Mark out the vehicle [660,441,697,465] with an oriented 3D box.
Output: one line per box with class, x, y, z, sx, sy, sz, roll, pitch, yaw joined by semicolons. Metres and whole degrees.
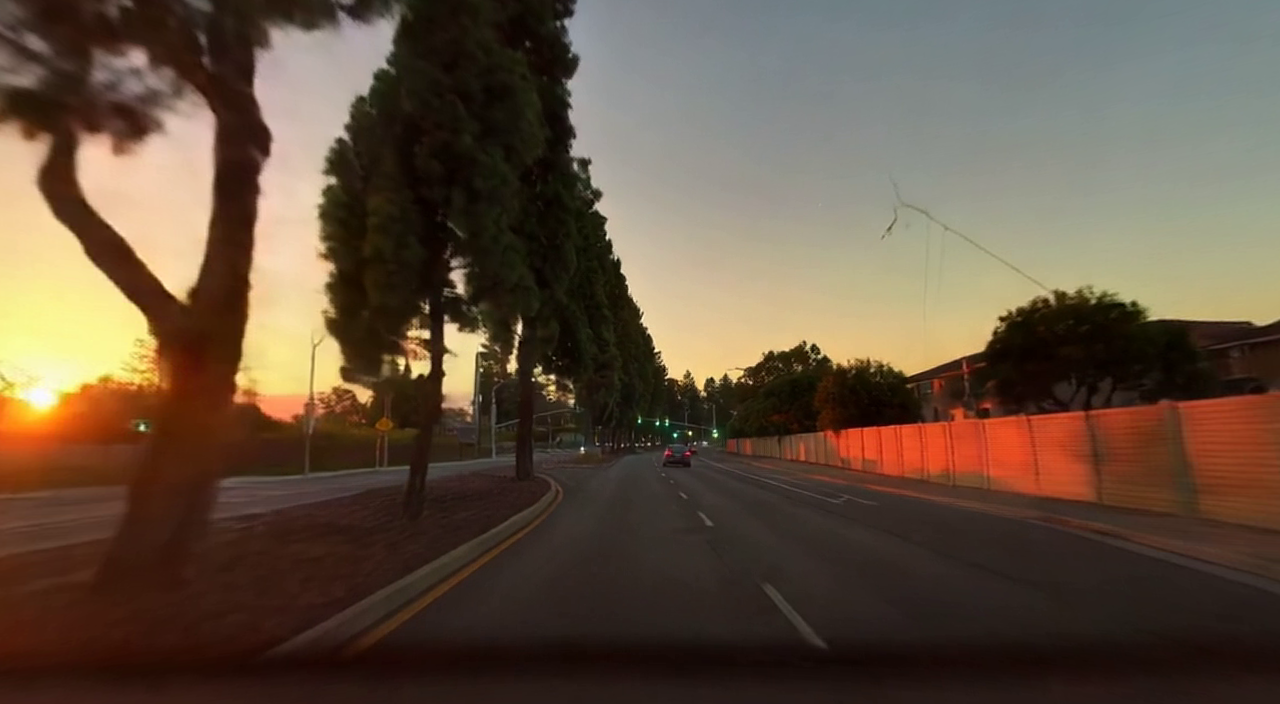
vehicle;2.472;6.583;41.197;2.105;1.490;4.008;0;-8;-1
